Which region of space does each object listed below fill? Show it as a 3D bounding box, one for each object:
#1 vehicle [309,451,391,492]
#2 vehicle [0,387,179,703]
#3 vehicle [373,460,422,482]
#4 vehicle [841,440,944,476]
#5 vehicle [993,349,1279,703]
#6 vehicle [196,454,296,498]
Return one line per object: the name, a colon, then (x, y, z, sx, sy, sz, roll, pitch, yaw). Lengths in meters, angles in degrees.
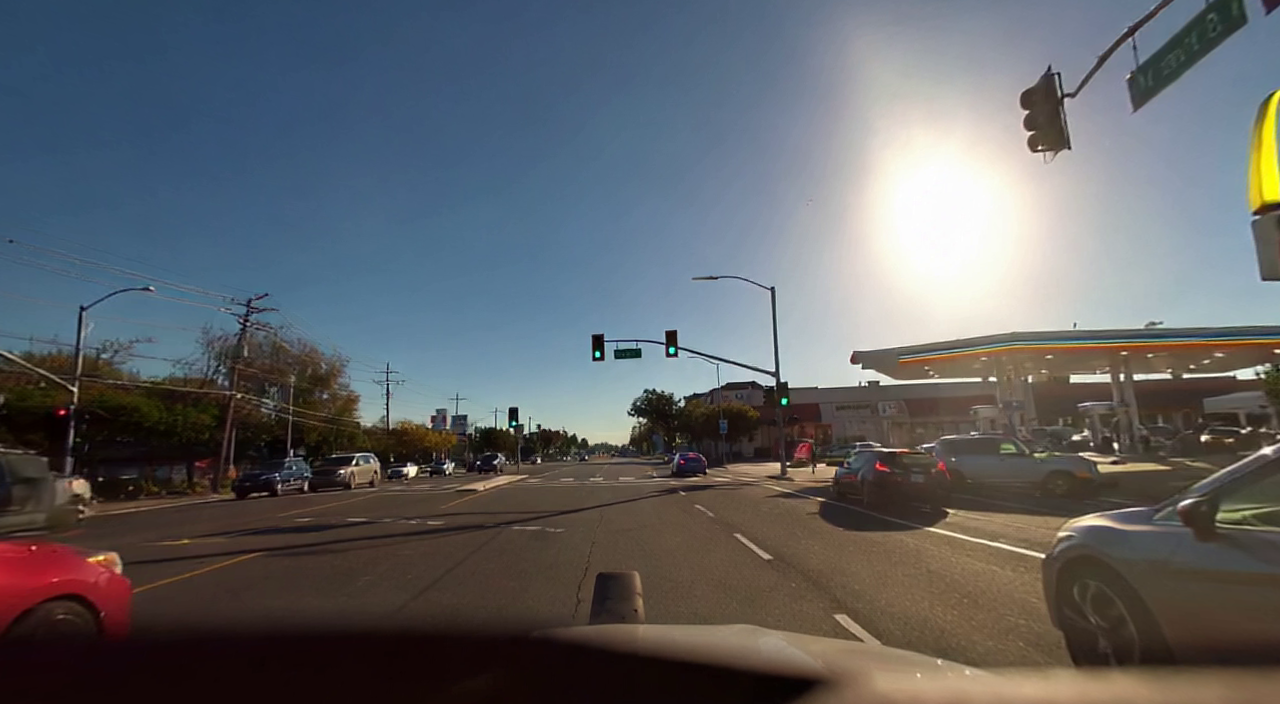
vehicle: (-15.220, 6.248, 33.477, 2.087, 1.902, 4.848, 0, -8, -1)
vehicle: (-3.648, 0.814, 1.628, 1.935, 1.617, 4.045, 0, -8, -2)
vehicle: (-18.828, 9.238, 49.250, 2.083, 1.466, 4.565, 0, -8, -1)
vehicle: (12.941, 5.431, 32.525, 4.419, 1.699, 2.066, -7, -11, 38)
vehicle: (3.385, 0.745, 1.780, 2.085, 1.655, 4.459, 0, -8, -2)
vehicle: (-18.848, 6.013, 30.521, 2.005, 1.845, 4.811, -1, -12, -4)
